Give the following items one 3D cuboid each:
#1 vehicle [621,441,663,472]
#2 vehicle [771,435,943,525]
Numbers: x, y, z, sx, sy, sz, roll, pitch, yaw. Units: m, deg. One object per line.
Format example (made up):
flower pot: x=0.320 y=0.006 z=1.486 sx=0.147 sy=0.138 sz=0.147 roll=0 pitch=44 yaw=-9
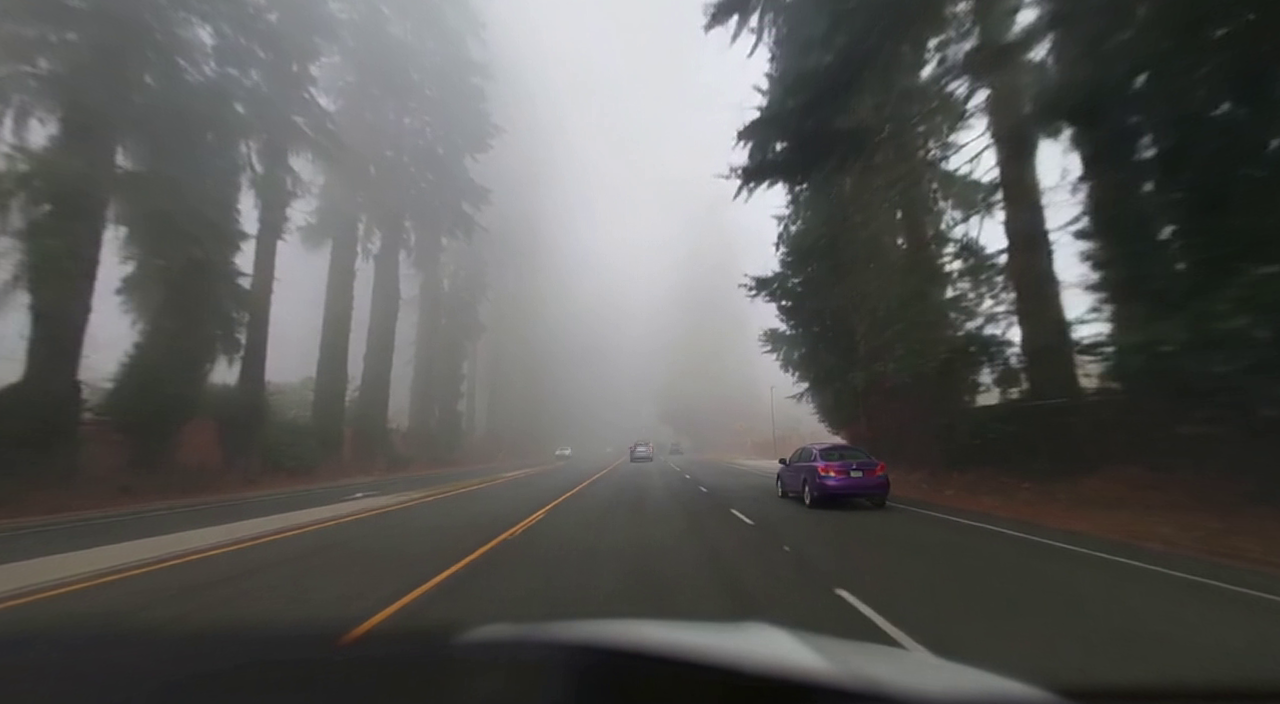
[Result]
vehicle: x=0.152 y=5.944 z=36.152 sx=2.206 sy=1.525 sz=4.695 roll=-1 pitch=-8 yaw=1
vehicle: x=4.157 y=2.476 z=12.995 sx=1.943 sy=1.471 sz=4.515 roll=-1 pitch=-8 yaw=0
